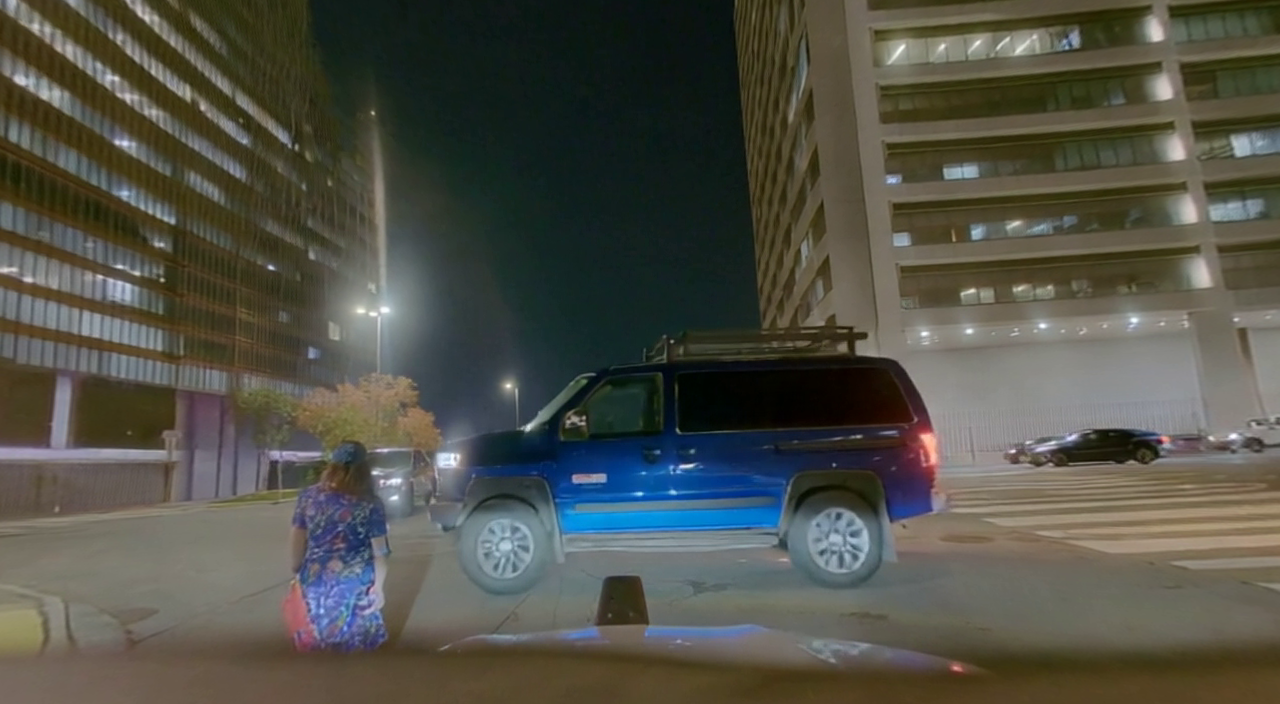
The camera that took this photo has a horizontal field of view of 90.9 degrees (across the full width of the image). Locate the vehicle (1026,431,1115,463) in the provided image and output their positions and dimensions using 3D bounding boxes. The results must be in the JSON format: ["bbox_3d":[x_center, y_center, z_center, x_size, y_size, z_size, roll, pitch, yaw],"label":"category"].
[{"bbox_3d":[23.600,5.230,34.728,3.827,1.677,1.898,-5,-10,32],"label":"vehicle"}]

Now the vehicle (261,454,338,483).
[{"bbox_3d":[-18.682,6.376,34.719,3.467,1.456,1.649,3,-9,-22],"label":"vehicle"}]

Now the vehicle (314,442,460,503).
[{"bbox_3d":[-7.930,3.792,20.384,2.395,1.719,4.549,-1,-9,7],"label":"vehicle"}]

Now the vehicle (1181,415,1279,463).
[{"bbox_3d":[19.191,2.722,19.582,1.521,1.386,3.357,0,-9,-5],"label":"vehicle"}]

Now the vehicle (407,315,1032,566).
[{"bbox_3d":[0.848,1.171,8.443,6.932,2.753,2.446,-1,-9,4],"label":"vehicle"}]
